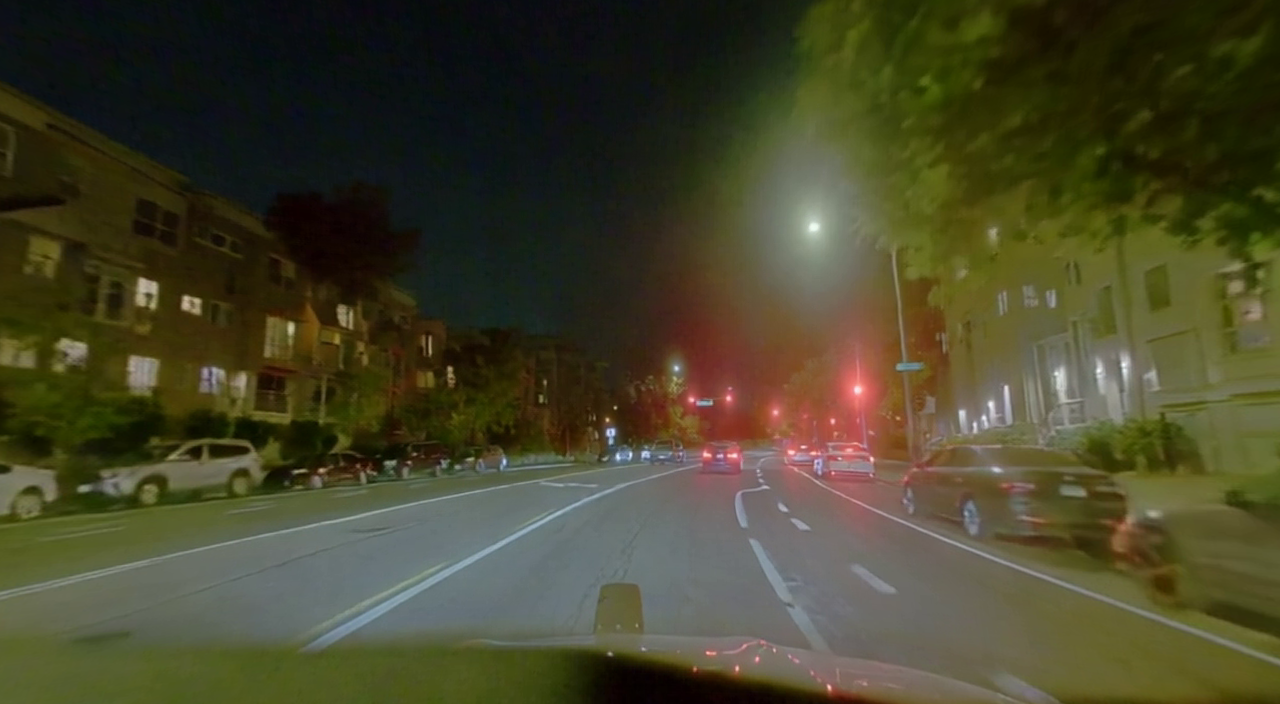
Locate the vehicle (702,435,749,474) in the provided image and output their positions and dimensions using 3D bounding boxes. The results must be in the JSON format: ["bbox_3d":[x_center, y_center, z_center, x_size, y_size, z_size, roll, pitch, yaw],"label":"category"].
[{"bbox_3d":[4.121,4.821,29.893,1.852,1.680,4.488,-2,-9,12],"label":"vehicle"}]

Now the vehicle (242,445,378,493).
[{"bbox_3d":[-11.325,4.017,22.119,1.809,1.469,4.485,-2,-9,9],"label":"vehicle"}]

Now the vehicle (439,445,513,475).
[{"bbox_3d":[-8.646,5.730,33.825,1.782,1.472,4.744,-2,-9,13],"label":"vehicle"}]

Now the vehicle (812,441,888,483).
[{"bbox_3d":[8.229,4.323,25.246,2.104,1.489,4.962,-1,-9,9],"label":"vehicle"}]

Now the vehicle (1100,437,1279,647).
[{"bbox_3d":[5.310,1.221,3.766,1.807,1.436,4.535,0,-9,2],"label":"vehicle"}]

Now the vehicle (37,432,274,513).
[{"bbox_3d":[-12.097,3.018,16.393,1.977,1.761,4.990,-1,-9,4],"label":"vehicle"}]

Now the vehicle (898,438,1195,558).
[{"bbox_3d":[5.952,2.144,10.127,1.957,1.461,4.547,-1,-9,4],"label":"vehicle"}]

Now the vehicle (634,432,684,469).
[{"bbox_3d":[1.092,5.322,34.195,1.877,1.827,4.298,-2,-9,13],"label":"vehicle"}]

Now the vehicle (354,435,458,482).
[{"bbox_3d":[-10.140,4.671,27.916,2.115,1.853,4.745,-2,-9,10],"label":"vehicle"}]
